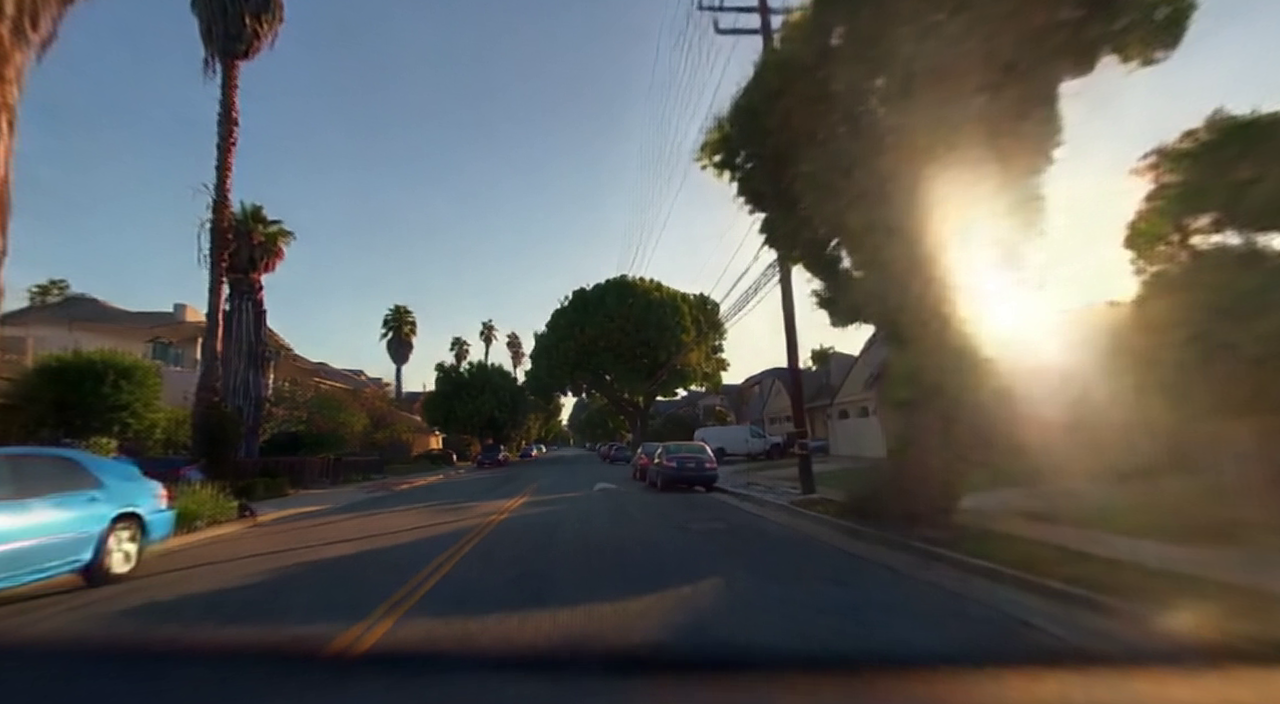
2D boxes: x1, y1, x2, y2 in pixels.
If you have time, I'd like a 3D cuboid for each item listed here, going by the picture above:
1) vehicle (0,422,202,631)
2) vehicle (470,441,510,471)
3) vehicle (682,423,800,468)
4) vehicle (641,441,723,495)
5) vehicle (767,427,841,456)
[{"bbox_3d":[-6.792,1.611,5.751,2.410,1.790,4.699,-2,-10,-3],"label":"vehicle"},{"bbox_3d":[-10.960,7.702,46.413,2.156,1.932,4.518,-2,-11,-4],"label":"vehicle"},{"bbox_3d":[5.349,5.069,34.353,5.900,2.328,2.603,0,-8,-1],"label":"vehicle"},{"bbox_3d":[1.181,3.535,19.642,1.870,1.490,3.802,1,-8,-7],"label":"vehicle"},{"bbox_3d":[10.904,5.980,42.179,4.219,1.693,2.324,4,-8,-5],"label":"vehicle"}]
